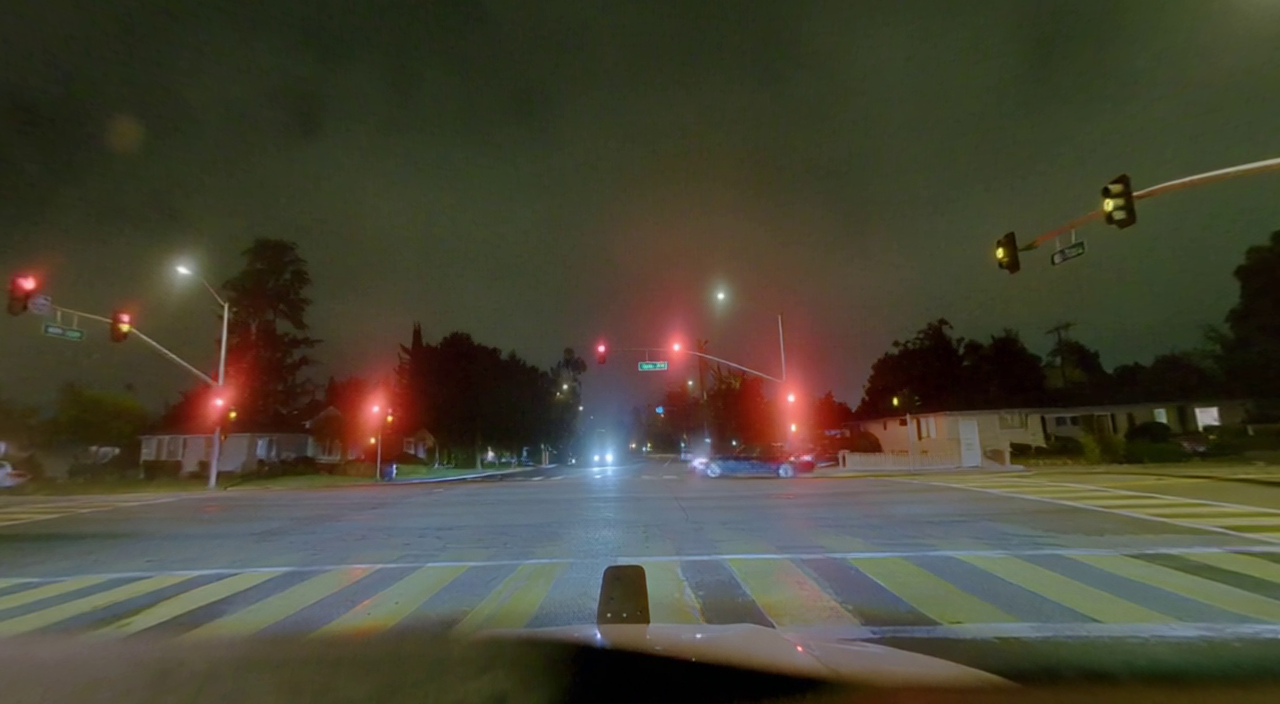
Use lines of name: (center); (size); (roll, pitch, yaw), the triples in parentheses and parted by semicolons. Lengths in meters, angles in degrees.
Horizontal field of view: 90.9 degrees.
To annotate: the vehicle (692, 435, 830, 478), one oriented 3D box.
vehicle: (4.253, 3.741, 22.724); (4.562, 1.460, 1.822); (0, -8, -1)
